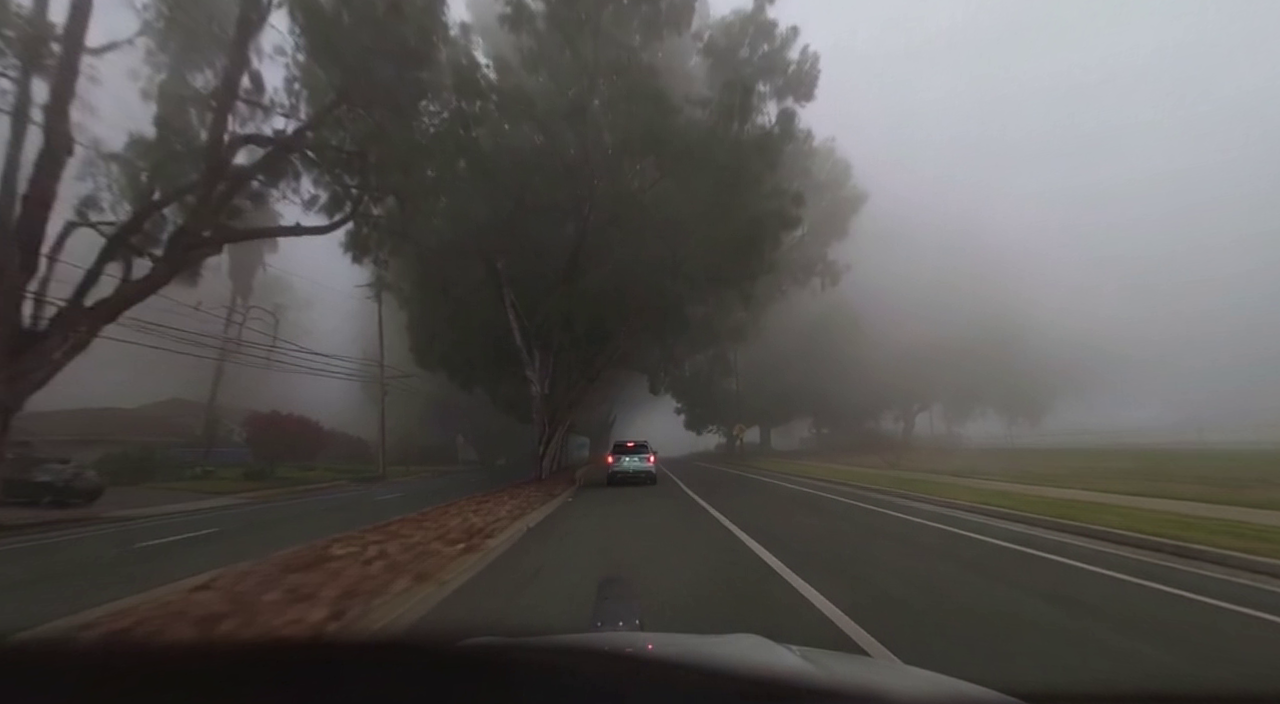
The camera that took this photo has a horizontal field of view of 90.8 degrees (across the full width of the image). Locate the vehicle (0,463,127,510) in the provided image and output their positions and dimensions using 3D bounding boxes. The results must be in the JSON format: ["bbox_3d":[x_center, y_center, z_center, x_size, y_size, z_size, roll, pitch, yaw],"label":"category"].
[{"bbox_3d":[-21.605,4.820,22.851,4.366,1.526,1.921,0,-9,0],"label":"vehicle"}]

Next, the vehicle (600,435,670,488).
[{"bbox_3d":[-0.174,3.761,21.934,2.181,1.639,4.127,0,-9,0],"label":"vehicle"}]
